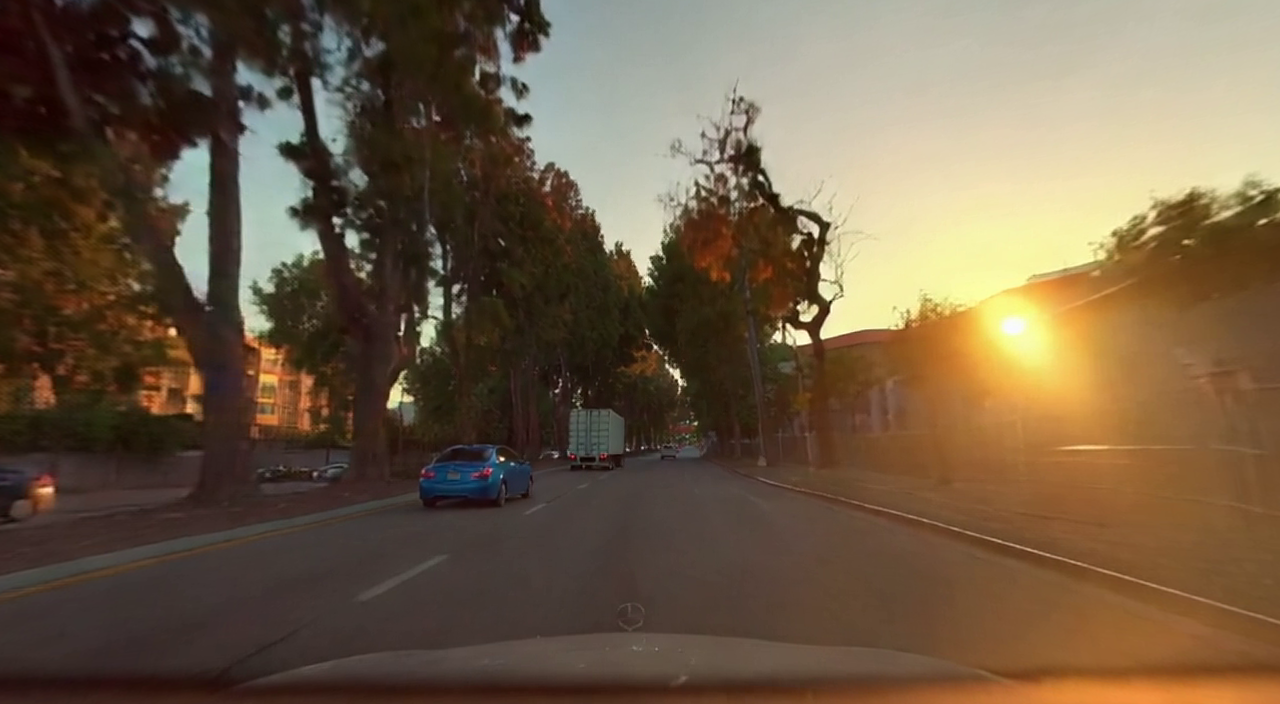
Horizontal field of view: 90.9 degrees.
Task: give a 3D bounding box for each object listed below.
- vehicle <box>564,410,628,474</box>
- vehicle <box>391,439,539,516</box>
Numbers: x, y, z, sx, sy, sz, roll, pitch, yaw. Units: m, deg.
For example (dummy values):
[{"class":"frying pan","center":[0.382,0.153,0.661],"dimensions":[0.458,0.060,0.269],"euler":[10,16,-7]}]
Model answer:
[{"class":"vehicle","center":[-2.382,5.398,37.329],"dimensions":[2.746,3.276,8.572],"euler":[-1,-9,3]},{"class":"vehicle","center":[-3.770,2.804,14.528],"dimensions":[2.005,1.462,4.345],"euler":[-1,-9,3]}]
